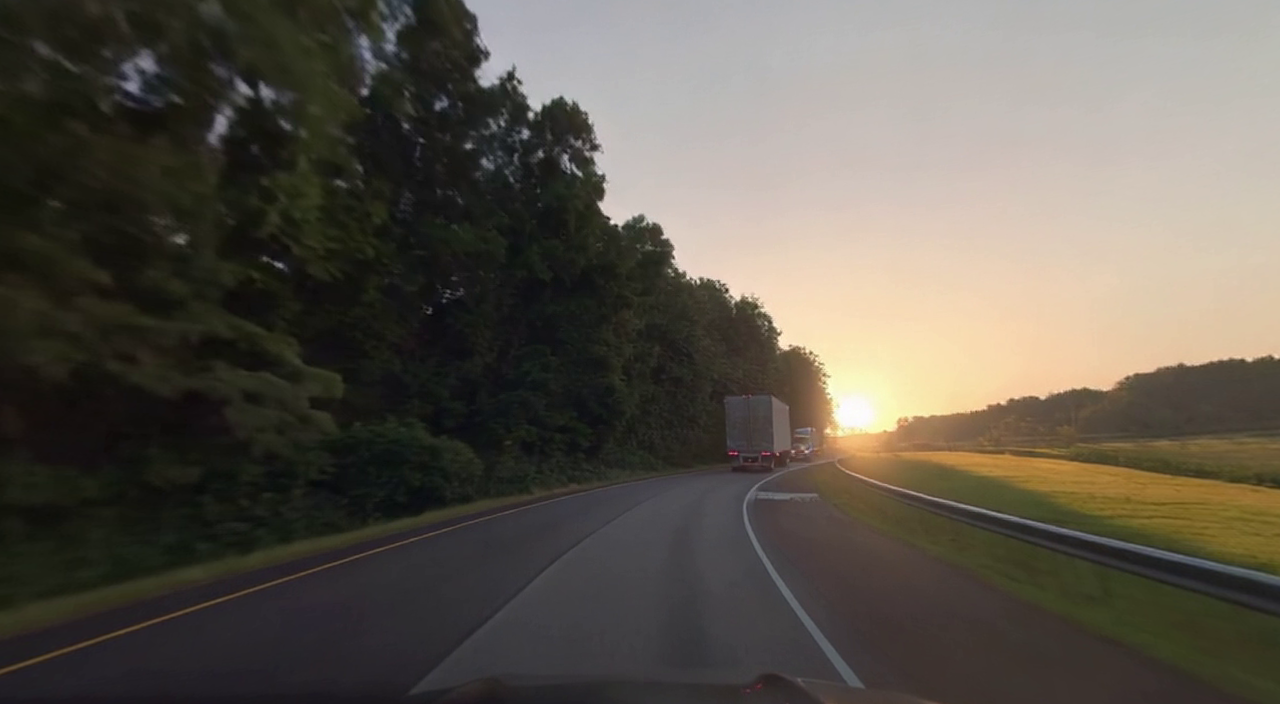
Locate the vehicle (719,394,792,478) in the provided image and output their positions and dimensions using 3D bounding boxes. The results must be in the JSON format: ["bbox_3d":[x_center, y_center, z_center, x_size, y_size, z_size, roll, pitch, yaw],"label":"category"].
[{"bbox_3d":[7.447,5.306,38.704,3.087,4.178,13.682,-3,-9,15],"label":"vehicle"}]
